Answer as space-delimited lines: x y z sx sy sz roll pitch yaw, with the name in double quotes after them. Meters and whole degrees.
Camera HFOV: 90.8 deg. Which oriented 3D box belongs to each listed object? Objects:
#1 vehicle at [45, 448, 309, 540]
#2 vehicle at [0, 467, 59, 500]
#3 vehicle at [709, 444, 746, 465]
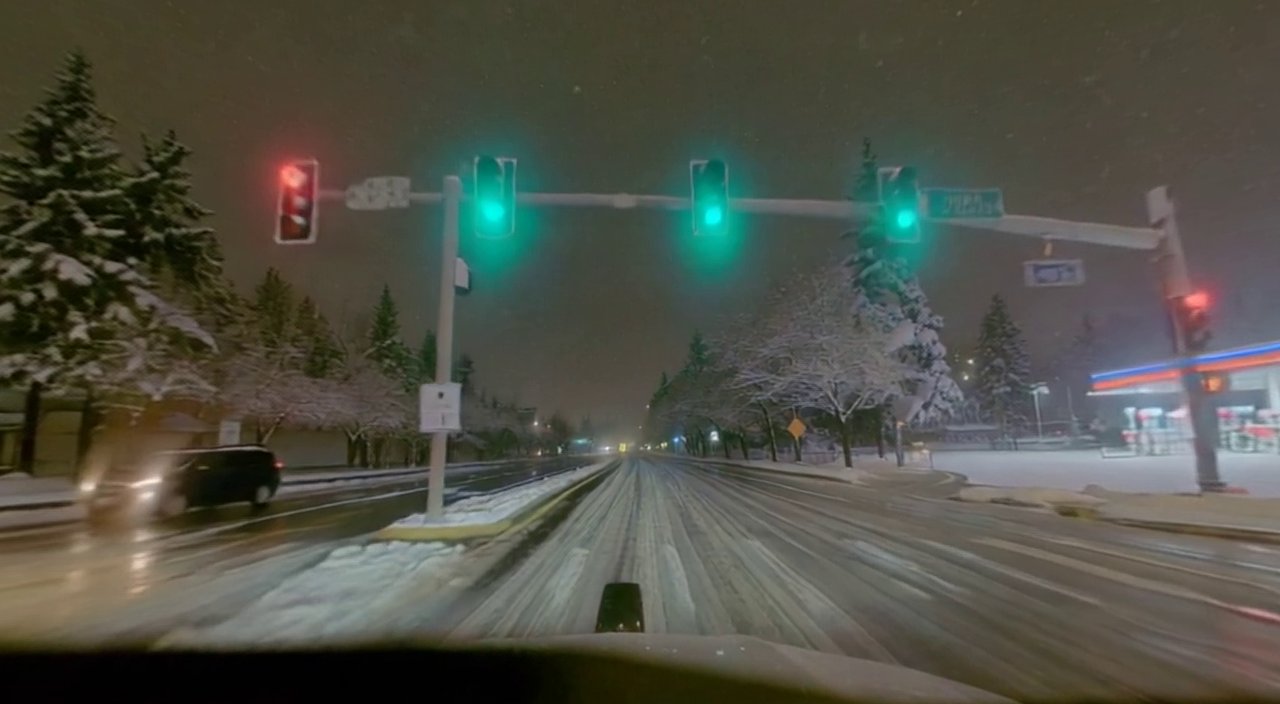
-9.147 2.797 13.156 2.029 1.452 4.598 -3 -9 0 "vehicle"
-36.367 7.462 36.070 4.645 1.728 2.059 -2 -9 7 "vehicle"
6.509 7.657 47.297 1.990 1.508 4.426 0 -9 -2 "vehicle"
